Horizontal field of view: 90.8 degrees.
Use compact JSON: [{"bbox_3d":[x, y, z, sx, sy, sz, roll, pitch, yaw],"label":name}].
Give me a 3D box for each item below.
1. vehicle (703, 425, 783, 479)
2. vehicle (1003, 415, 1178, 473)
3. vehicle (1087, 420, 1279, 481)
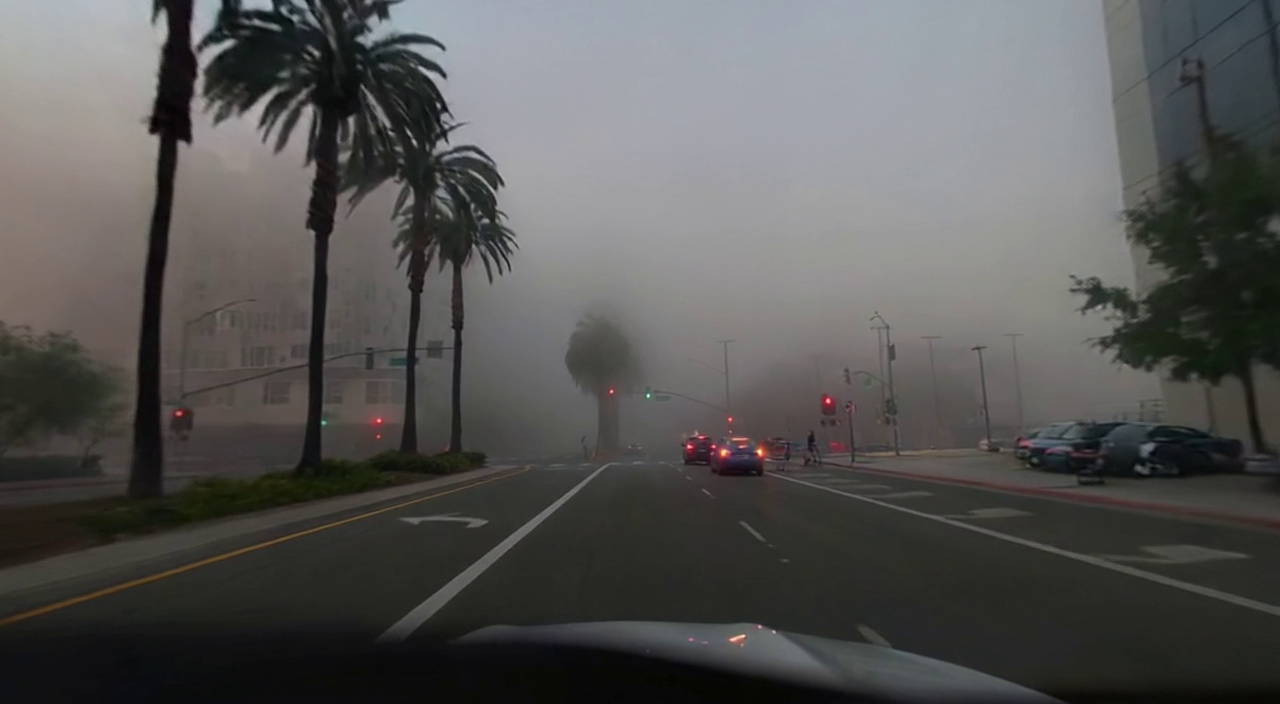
[{"bbox_3d":[3.671,3.687,23.394,2.060,1.756,4.770,0,-8,-1],"label":"vehicle"},{"bbox_3d":[15.437,3.171,21.846,4.503,1.878,2.011,0,-9,-2],"label":"vehicle"},{"bbox_3d":[15.532,2.756,17.843,4.313,1.497,1.870,-2,-8,1],"label":"vehicle"}]
